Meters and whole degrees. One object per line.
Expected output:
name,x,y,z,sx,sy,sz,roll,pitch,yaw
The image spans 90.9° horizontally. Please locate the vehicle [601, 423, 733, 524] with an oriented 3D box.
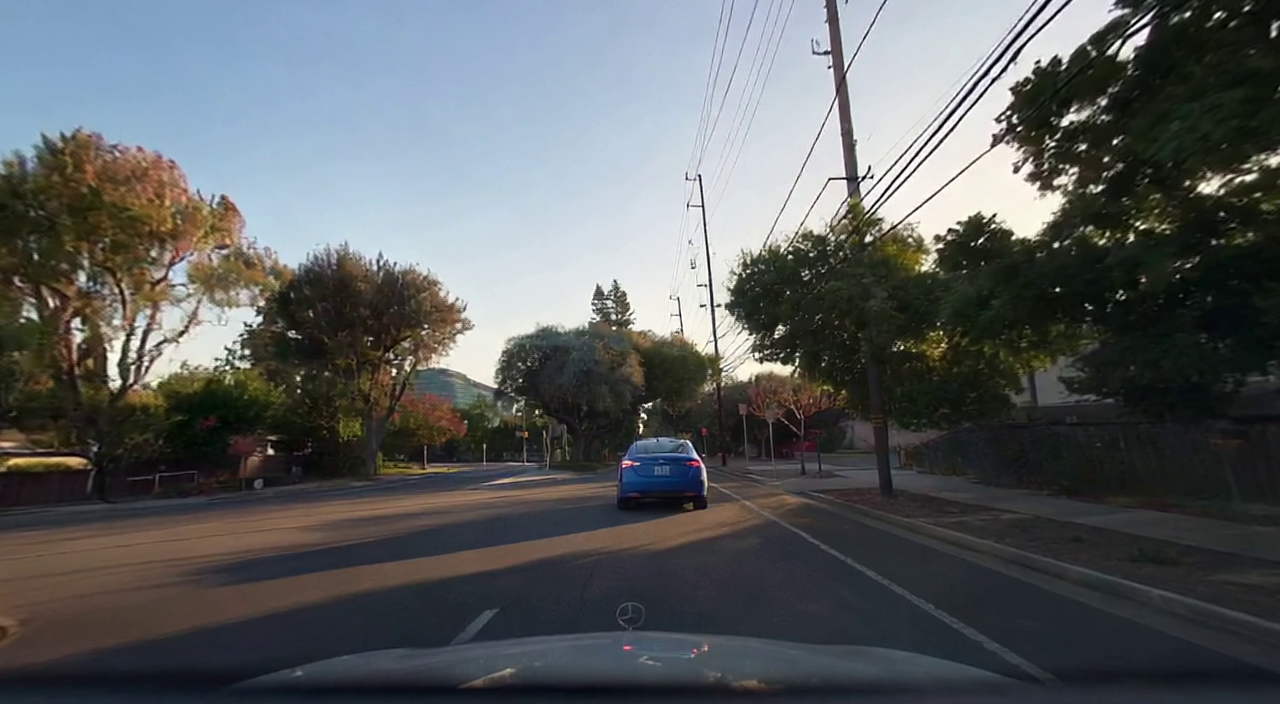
vehicle,0.449,2.340,12.620,2.200,1.653,4.127,0,-8,0
